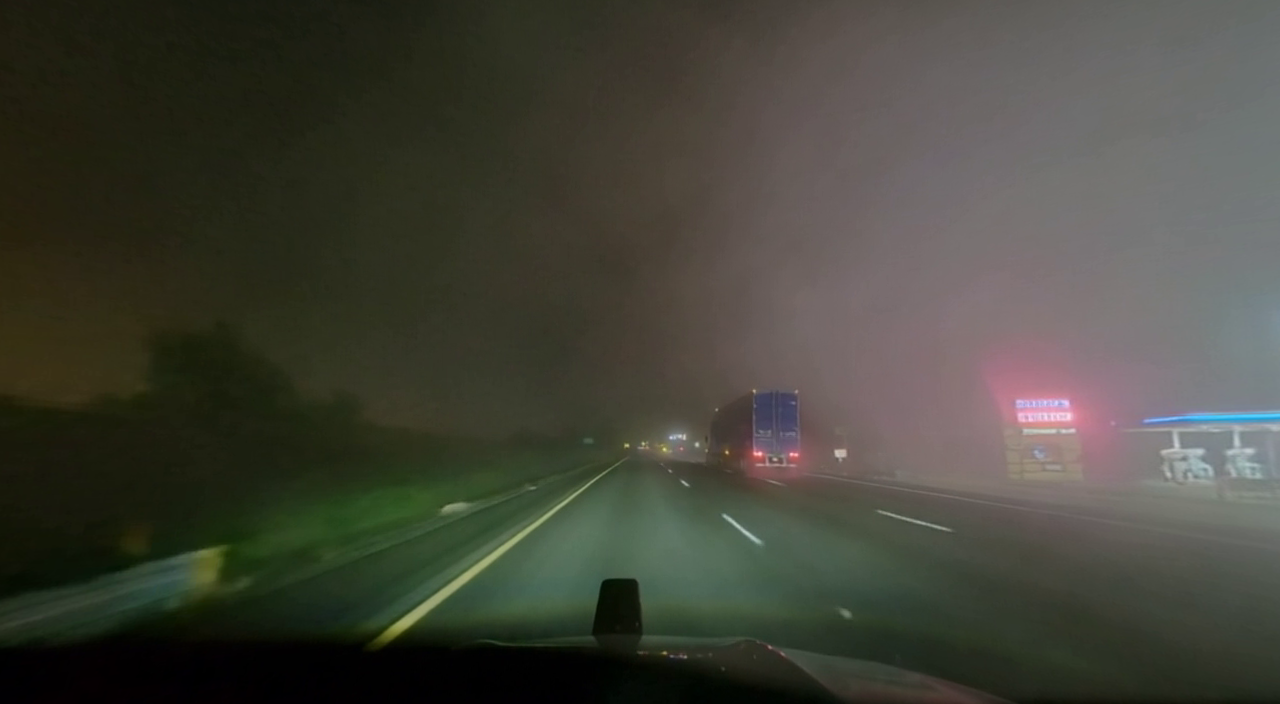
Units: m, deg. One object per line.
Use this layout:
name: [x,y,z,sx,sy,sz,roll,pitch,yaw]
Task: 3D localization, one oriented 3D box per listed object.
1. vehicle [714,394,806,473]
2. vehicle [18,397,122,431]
vehicle: [7.260,5.452,41.264,2.912,4.153,15.866,0,-8,0]
vehicle: [-27.819,3.099,30.965,1.644,1.458,3.682,0,-8,-1]
